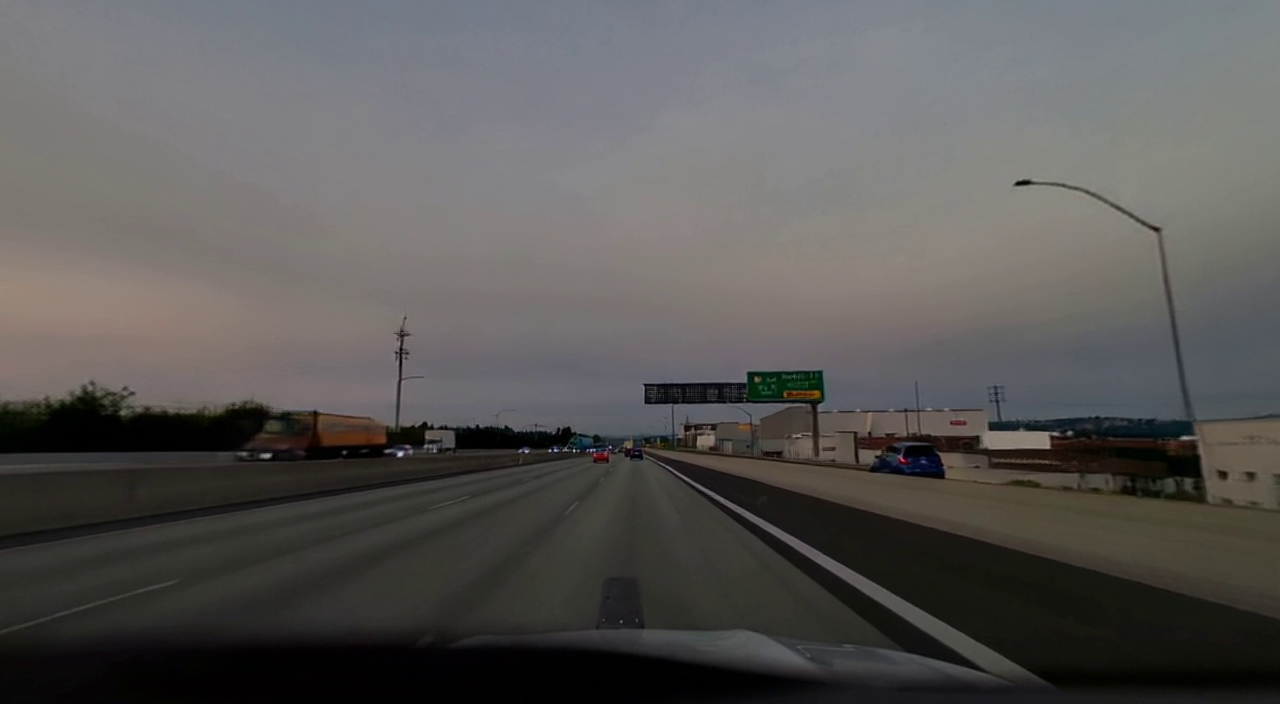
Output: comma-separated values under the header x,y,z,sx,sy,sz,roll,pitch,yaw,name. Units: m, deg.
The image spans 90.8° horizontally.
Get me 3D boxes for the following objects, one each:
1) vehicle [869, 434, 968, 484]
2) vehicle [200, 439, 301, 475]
x,y,z,sx,sy,sz,roll,pitch,yaw,name
14.162,5.485,32.522,2.411,2.326,5.300,0,-9,-3,vehicle
-20.206,5.473,33.074,2.109,1.684,5.028,0,-9,-1,vehicle
